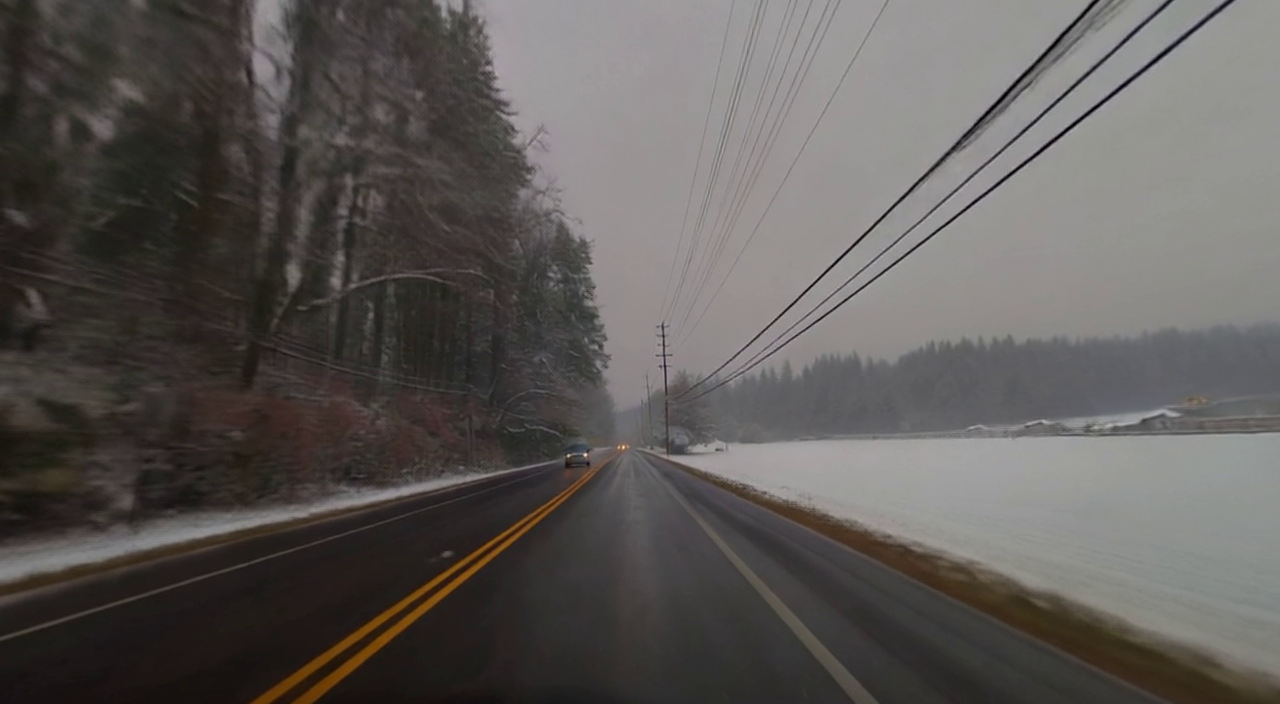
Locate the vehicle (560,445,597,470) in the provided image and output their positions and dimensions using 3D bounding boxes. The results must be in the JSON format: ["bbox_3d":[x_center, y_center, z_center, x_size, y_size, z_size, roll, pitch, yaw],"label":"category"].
[{"bbox_3d":[-4.055,7.025,42.262,2.030,1.552,4.188,1,-9,1],"label":"vehicle"}]
